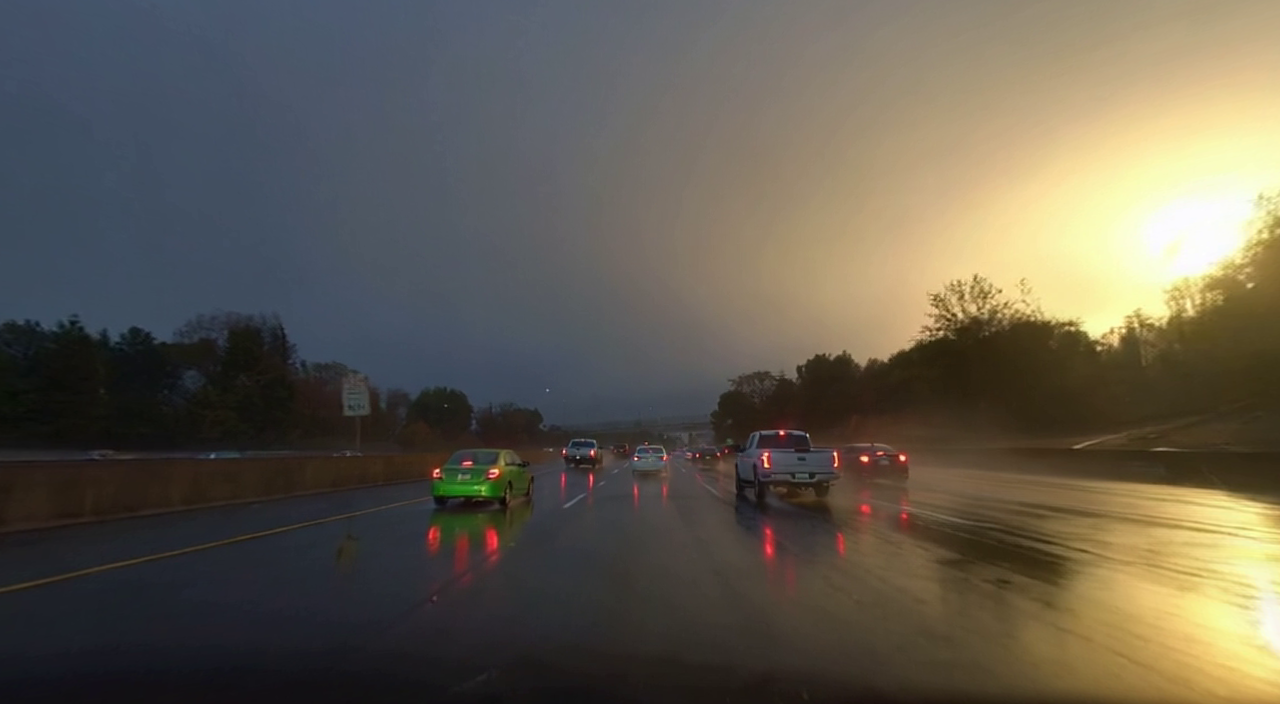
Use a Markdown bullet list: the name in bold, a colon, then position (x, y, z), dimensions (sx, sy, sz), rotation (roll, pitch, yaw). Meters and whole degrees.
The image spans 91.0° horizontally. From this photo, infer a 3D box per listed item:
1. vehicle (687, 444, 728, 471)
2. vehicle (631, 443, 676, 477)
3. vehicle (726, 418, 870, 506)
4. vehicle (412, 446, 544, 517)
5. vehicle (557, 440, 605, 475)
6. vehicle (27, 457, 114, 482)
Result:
- **vehicle**: position (4.297, 6.812, 40.885), dimensions (2.145, 1.636, 4.437), rotation (0, -9, -1)
- **vehicle**: position (0.649, 5.389, 31.726), dimensions (2.147, 1.572, 4.094), rotation (0, -9, 0)
- **vehicle**: position (3.883, 2.867, 16.787), dimensions (2.340, 1.925, 5.529), rotation (0, -9, -1)
- **vehicle**: position (-3.636, 2.973, 15.024), dimensions (1.947, 1.424, 4.264), rotation (0, -9, 1)
- **vehicle**: position (-3.258, 5.935, 35.646), dimensions (2.176, 1.783, 4.799), rotation (0, -9, 1)
- **vehicle**: position (-37.813, 7.783, 41.955), dimensions (1.783, 1.502, 4.285), rotation (0, -9, 1)
